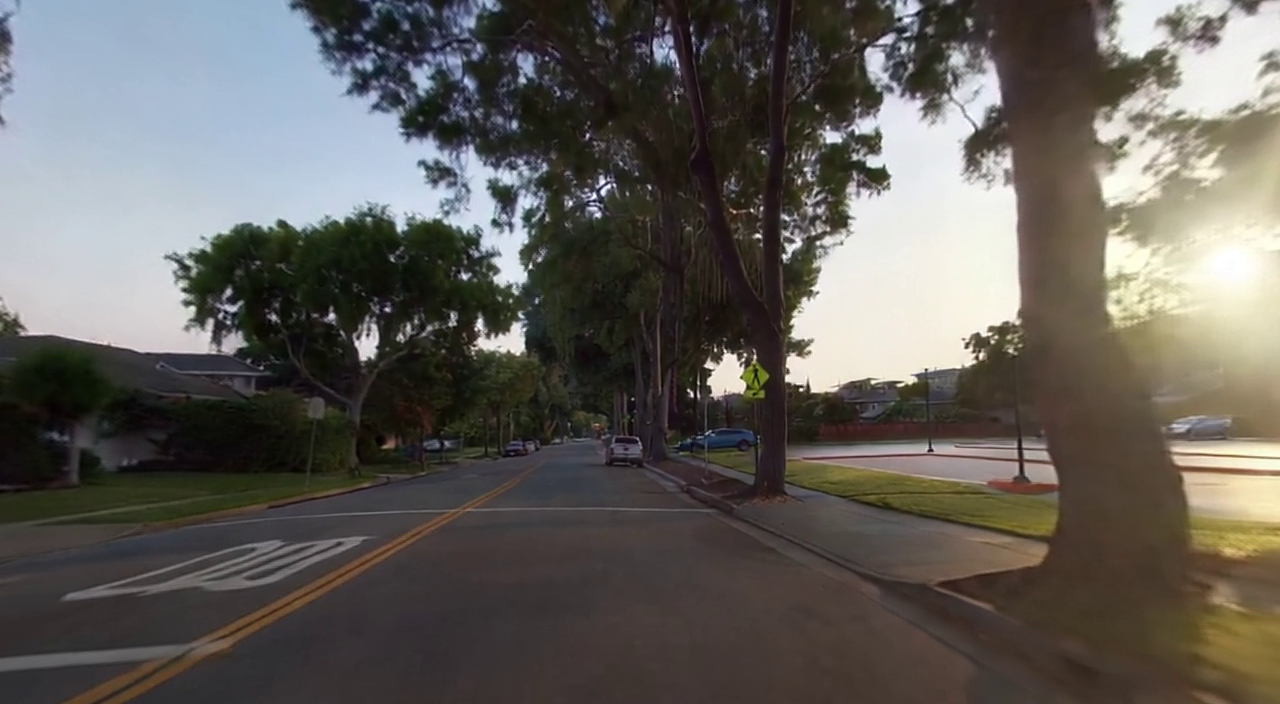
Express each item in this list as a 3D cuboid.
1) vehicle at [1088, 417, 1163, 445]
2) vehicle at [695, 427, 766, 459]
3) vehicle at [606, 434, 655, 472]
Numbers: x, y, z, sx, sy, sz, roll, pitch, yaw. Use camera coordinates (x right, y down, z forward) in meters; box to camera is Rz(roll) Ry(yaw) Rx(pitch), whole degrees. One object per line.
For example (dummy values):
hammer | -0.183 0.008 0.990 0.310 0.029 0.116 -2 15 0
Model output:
vehicle | 30.545 4.988 39.716 4.481 1.634 1.973 4 -10 -29
vehicle | 5.996 5.970 41.680 4.390 1.696 1.954 1 -7 -35
vehicle | -0.570 5.120 32.285 2.204 1.776 4.262 1 -8 -5
